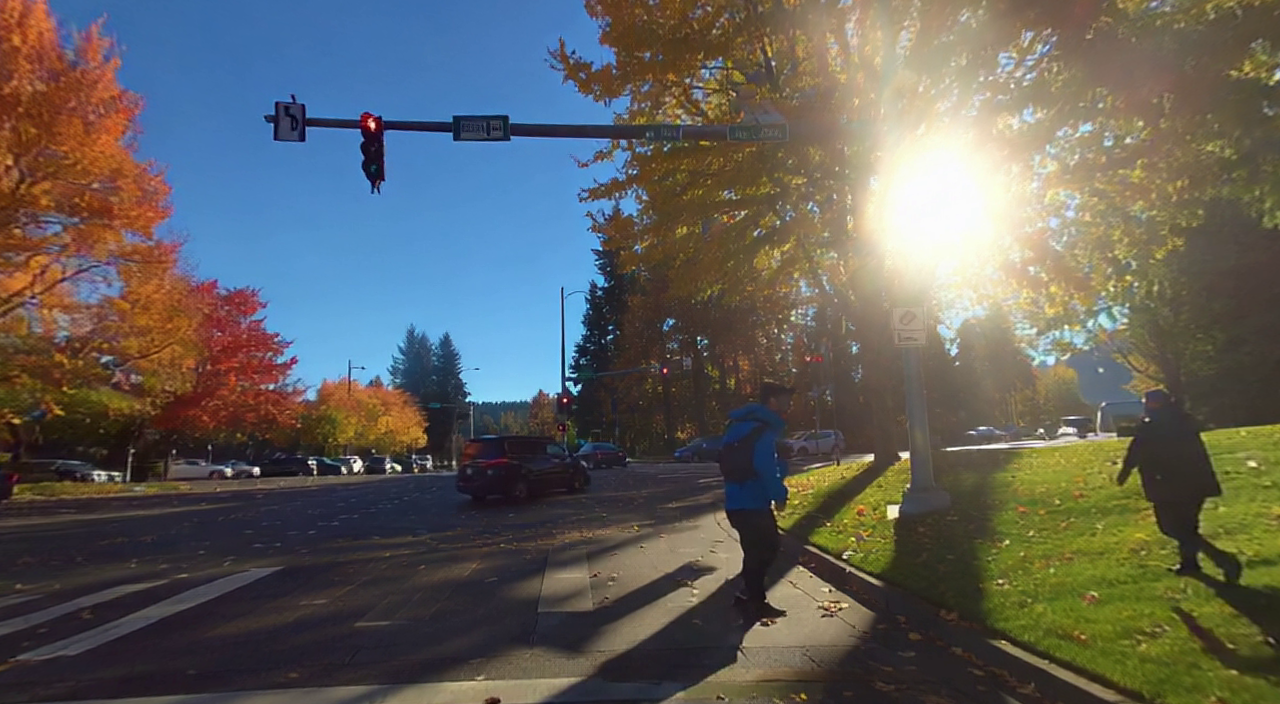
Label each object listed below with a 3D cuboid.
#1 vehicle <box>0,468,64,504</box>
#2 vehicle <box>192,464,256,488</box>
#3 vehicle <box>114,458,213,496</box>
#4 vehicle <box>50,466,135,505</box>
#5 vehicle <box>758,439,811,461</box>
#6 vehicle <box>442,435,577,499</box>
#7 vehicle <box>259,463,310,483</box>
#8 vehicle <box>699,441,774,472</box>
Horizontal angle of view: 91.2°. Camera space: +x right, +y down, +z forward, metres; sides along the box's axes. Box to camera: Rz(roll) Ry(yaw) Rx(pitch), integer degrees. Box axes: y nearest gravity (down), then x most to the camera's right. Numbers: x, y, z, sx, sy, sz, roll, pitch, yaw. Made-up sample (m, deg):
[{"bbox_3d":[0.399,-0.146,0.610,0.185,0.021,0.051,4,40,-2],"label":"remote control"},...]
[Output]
[{"bbox_3d":[-30.329,6.441,30.324,1.800,1.520,3.968,2,-9,-14],"label":"vehicle"},{"bbox_3d":[-28.545,8.481,43.146,1.768,1.465,3.972,0,-9,-1],"label":"vehicle"},{"bbox_3d":[-27.839,7.276,36.902,2.064,1.913,5.081,0,-9,-4],"label":"vehicle"},{"bbox_3d":[-25.427,6.158,29.260,1.694,1.528,4.225,3,-9,-23],"label":"vehicle"},{"bbox_3d":[11.437,7.719,49.395,1.979,1.659,4.907,-8,-11,39],"label":"vehicle"},{"bbox_3d":[-4.436,3.938,21.910,2.001,1.988,4.281,-8,-11,39],"label":"vehicle"},{"bbox_3d":[-28.147,9.571,49.740,1.776,1.452,3.920,0,-9,0],"label":"vehicle"},{"bbox_3d":[5.394,5.716,34.548,1.915,1.586,4.734,-8,-11,39],"label":"vehicle"}]
